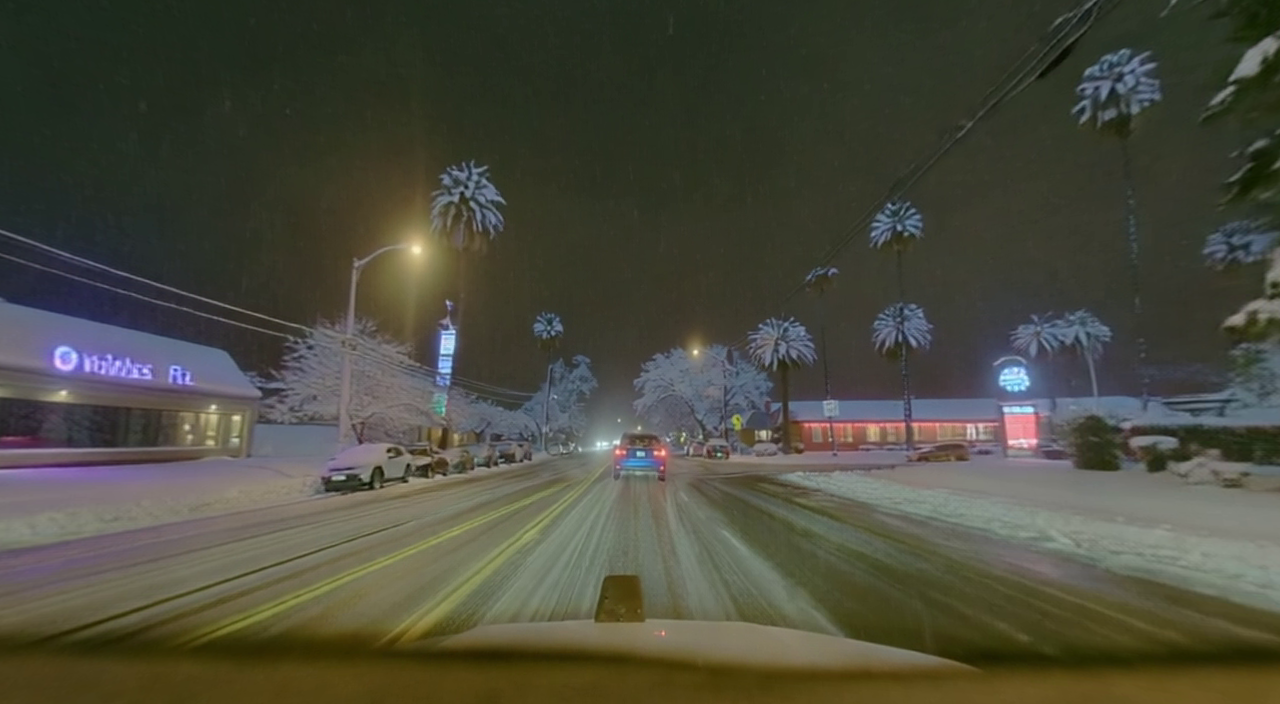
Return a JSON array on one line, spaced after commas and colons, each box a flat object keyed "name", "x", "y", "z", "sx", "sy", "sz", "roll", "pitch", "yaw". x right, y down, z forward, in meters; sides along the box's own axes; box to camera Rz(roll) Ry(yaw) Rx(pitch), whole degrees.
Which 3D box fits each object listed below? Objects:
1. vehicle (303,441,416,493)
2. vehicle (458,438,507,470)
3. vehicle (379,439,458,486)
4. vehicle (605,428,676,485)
[{"name": "vehicle", "x": -10.166, "y": 4.180, "z": 23.296, "sx": 2.075, "sy": 1.693, "sz": 4.696, "roll": 0, "pitch": -8, "yaw": -1}, {"name": "vehicle", "x": -10.085, "y": 6.537, "z": 40.595, "sx": 1.958, "sy": 1.937, "sz": 4.114, "roll": -1, "pitch": -8, "yaw": 2}, {"name": "vehicle", "x": -10.165, "y": 5.043, "z": 29.340, "sx": 1.992, "sy": 1.744, "sz": 4.896, "roll": -2, "pitch": -6, "yaw": 0}, {"name": "vehicle", "x": -0.061, "y": 3.696, "z": 22.506, "sx": 2.264, "sy": 1.798, "sz": 4.563, "roll": 0, "pitch": -8, "yaw": -2}]
